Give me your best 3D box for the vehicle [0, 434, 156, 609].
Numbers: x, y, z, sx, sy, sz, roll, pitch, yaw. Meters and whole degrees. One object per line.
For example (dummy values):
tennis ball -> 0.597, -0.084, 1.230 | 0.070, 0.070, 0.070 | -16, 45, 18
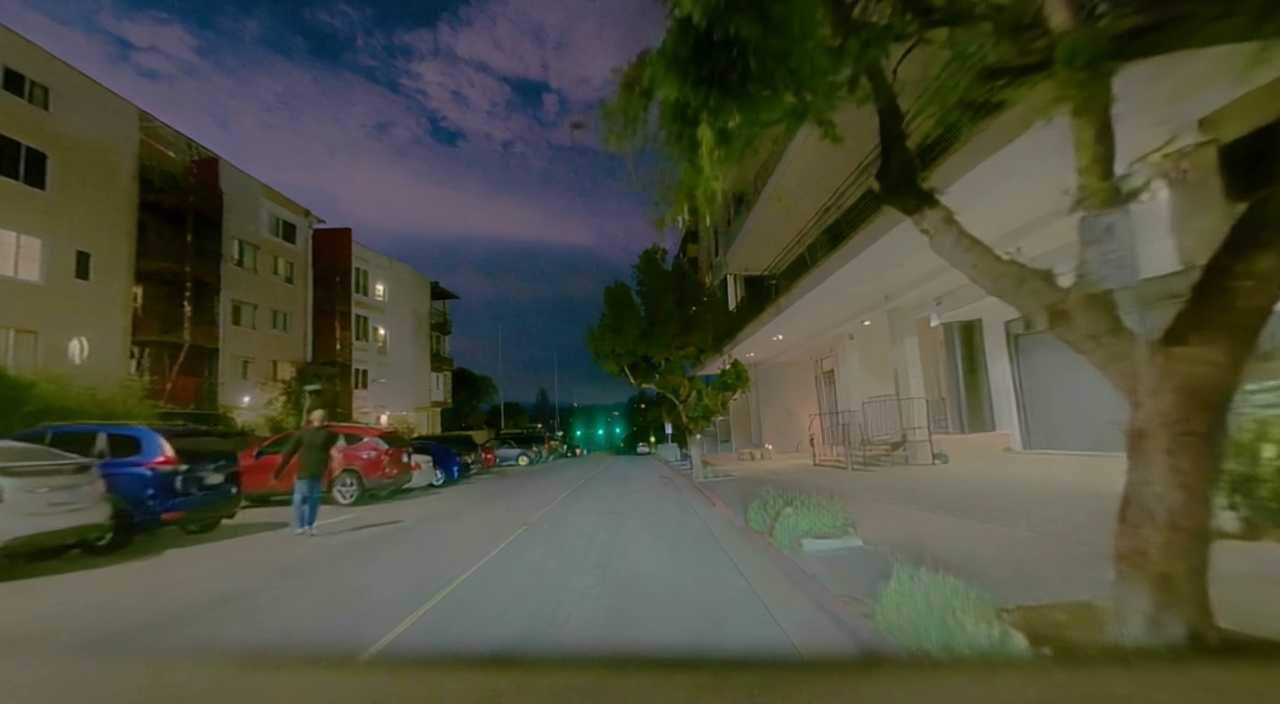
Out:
vehicle -> -7.690, 1.659, 6.476 | 3.908, 1.544, 1.789 | 0, -9, -1

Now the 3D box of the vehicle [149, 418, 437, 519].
vehicle -> -7.407, 2.531, 13.951 | 4.981, 1.975, 2.296 | -1, -9, 3
